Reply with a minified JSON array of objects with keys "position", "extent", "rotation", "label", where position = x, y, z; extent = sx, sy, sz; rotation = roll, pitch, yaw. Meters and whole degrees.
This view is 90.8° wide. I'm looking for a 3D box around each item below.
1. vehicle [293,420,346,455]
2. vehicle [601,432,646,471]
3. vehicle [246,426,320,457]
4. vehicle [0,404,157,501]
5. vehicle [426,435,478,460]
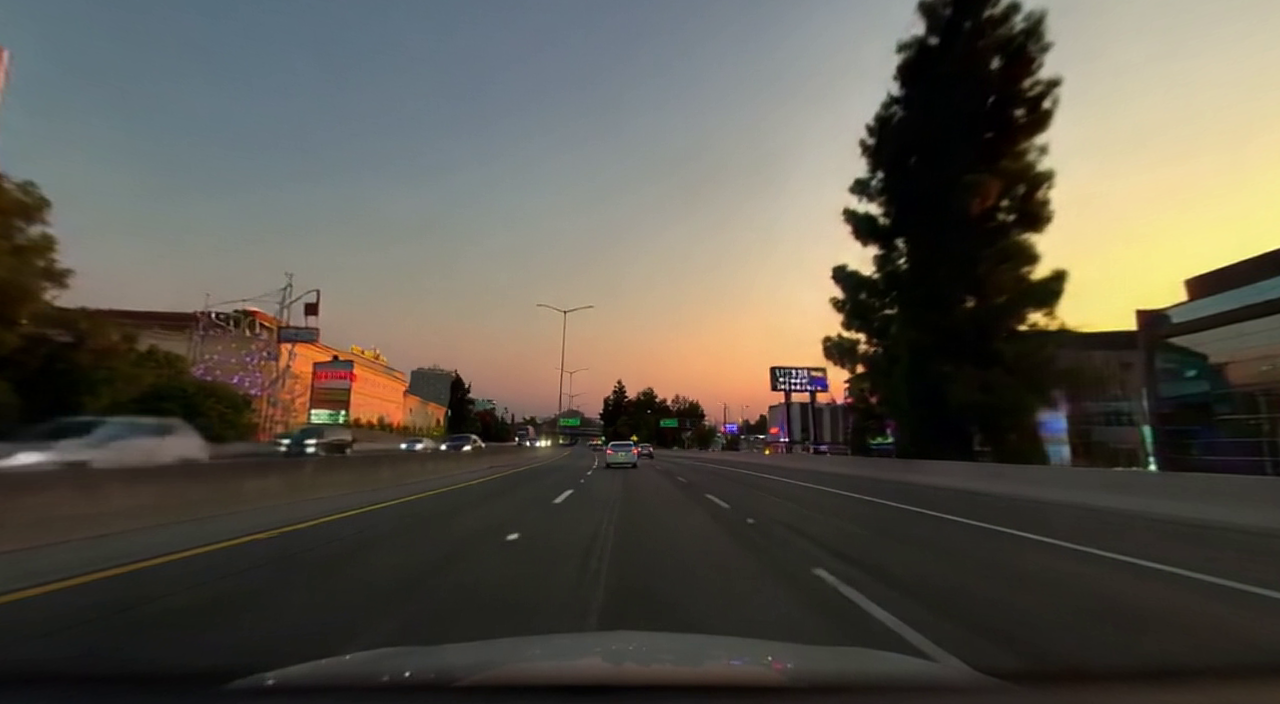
[{"position":[-23.596,6.333,46.638],"extent":[2.020,2.495,3.677],"rotation":[0,-9,-3],"label":"vehicle"},{"position":[-0.913,5.213,33.138],"extent":[2.155,1.856,4.796],"rotation":[0,-9,-3],"label":"vehicle"},{"position":[-23.320,5.908,41.541],"extent":[2.041,1.867,5.283],"rotation":[0,-9,-3],"label":"vehicle"},{"position":[-11.215,1.733,10.905],"extent":[2.059,1.520,4.674],"rotation":[0,-9,0],"label":"vehicle"},{"position":[-12.245,6.280,41.475],"extent":[2.073,1.508,4.703],"rotation":[0,-9,-2],"label":"vehicle"}]
